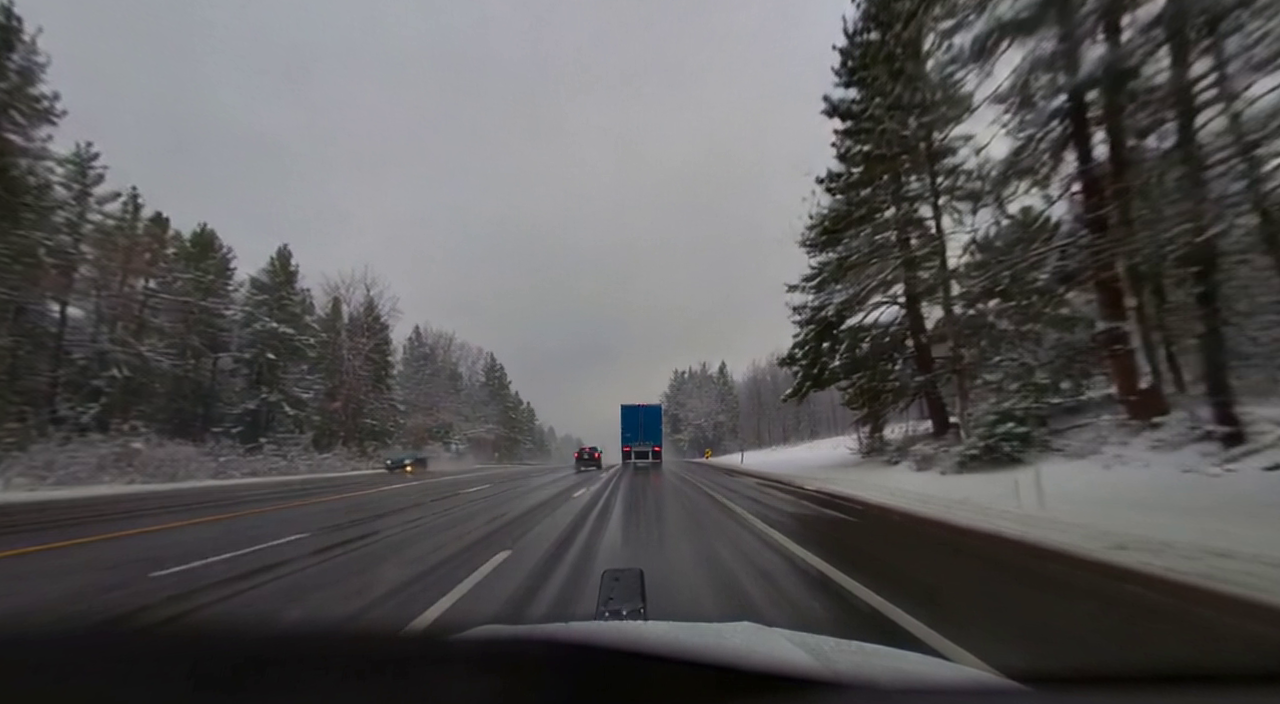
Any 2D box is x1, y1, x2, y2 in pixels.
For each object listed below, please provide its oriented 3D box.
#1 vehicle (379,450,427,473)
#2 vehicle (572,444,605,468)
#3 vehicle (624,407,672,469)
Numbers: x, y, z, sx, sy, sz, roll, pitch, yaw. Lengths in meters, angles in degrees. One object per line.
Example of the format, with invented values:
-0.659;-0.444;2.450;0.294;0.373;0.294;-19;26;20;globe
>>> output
-16.587;7.637;44.346;1.799;1.500;4.126;0;-9;0;vehicle
-3.867;7.850;47.749;2.092;1.702;4.297;0;-8;0;vehicle
0.508;6.723;49.150;3.320;4.173;11.889;0;-8;0;vehicle
